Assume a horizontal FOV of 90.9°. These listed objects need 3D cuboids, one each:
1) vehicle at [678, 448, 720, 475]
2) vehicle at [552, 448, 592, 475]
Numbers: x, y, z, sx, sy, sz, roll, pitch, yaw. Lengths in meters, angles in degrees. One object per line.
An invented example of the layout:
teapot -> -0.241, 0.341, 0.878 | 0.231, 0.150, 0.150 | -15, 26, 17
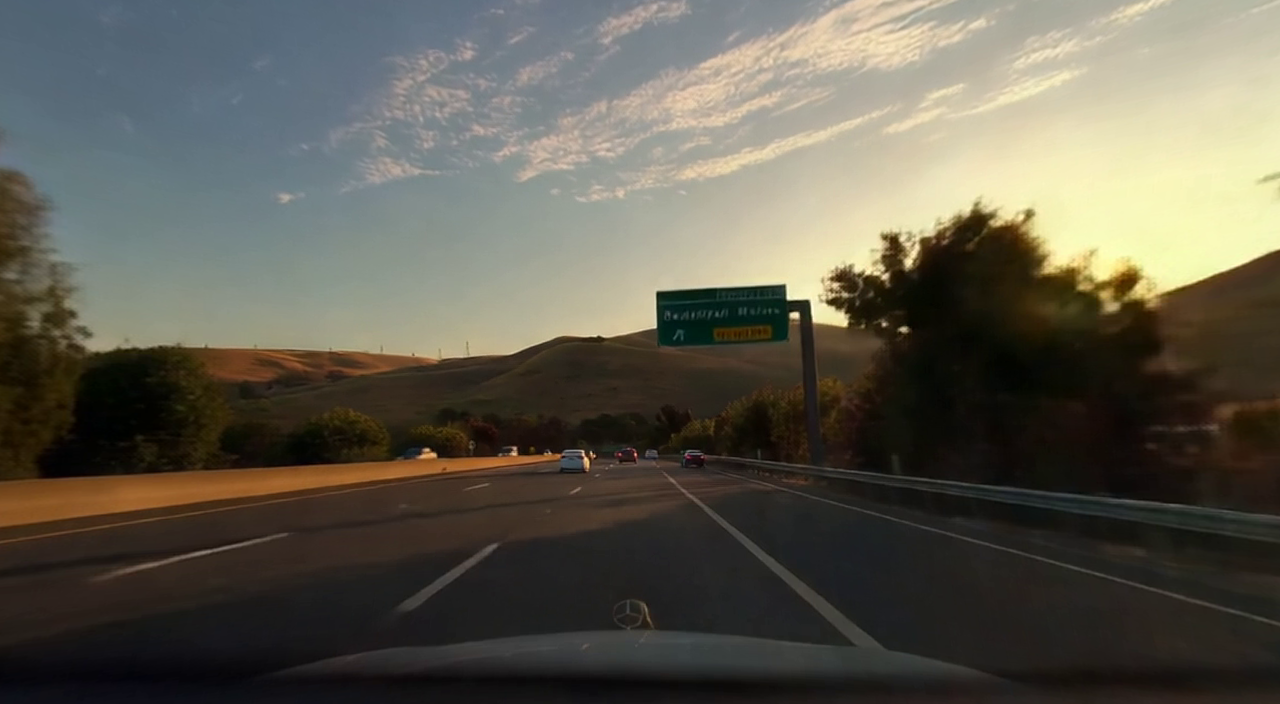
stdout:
vehicle -> 3.440, 6.511, 37.650 | 2.019, 1.475, 4.301 | 0, -9, -1
vehicle -> -3.981, 6.474, 37.433 | 1.955, 1.468, 3.637 | 0, -9, 0
